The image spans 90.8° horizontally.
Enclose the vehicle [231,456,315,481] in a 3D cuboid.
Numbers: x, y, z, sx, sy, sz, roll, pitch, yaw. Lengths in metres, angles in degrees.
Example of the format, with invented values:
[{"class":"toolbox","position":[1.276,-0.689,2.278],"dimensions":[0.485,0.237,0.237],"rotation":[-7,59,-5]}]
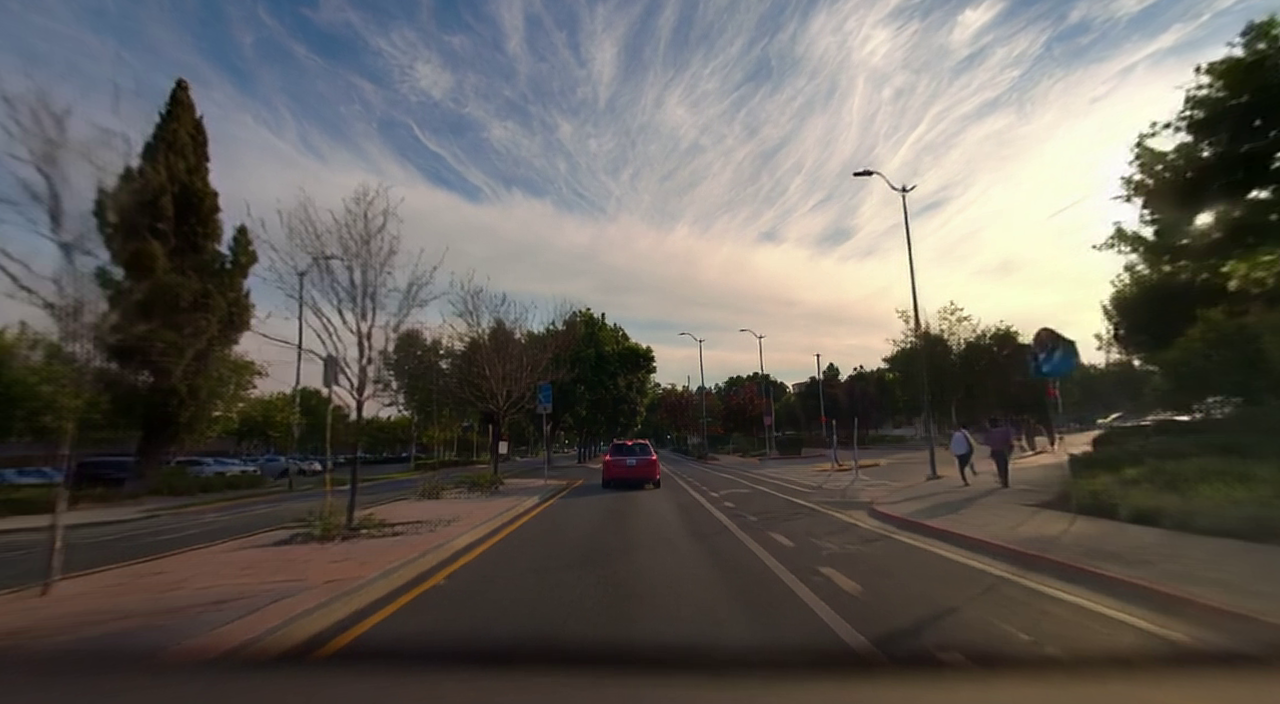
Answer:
[{"class":"vehicle","position":[-23.018,7.308,39.747],"dimensions":[4.086,1.478,1.844],"rotation":[0,-8,-4]}]

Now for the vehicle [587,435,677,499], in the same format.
[{"class":"vehicle","position":[-0.209,3.164,17.875],"dimensions":[2.221,1.570,4.398],"rotation":[0,-8,-1]}]

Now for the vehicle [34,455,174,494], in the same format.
[{"class":"vehicle","position":[-22.837,5.215,27.063],"dimensions":[4.038,1.531,2.015],"rotation":[0,-9,-2]}]

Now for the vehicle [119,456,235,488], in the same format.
[{"class":"vehicle","position":[-23.281,6.027,31.895],"dimensions":[4.204,1.522,1.998],"rotation":[0,-8,-3]}]
